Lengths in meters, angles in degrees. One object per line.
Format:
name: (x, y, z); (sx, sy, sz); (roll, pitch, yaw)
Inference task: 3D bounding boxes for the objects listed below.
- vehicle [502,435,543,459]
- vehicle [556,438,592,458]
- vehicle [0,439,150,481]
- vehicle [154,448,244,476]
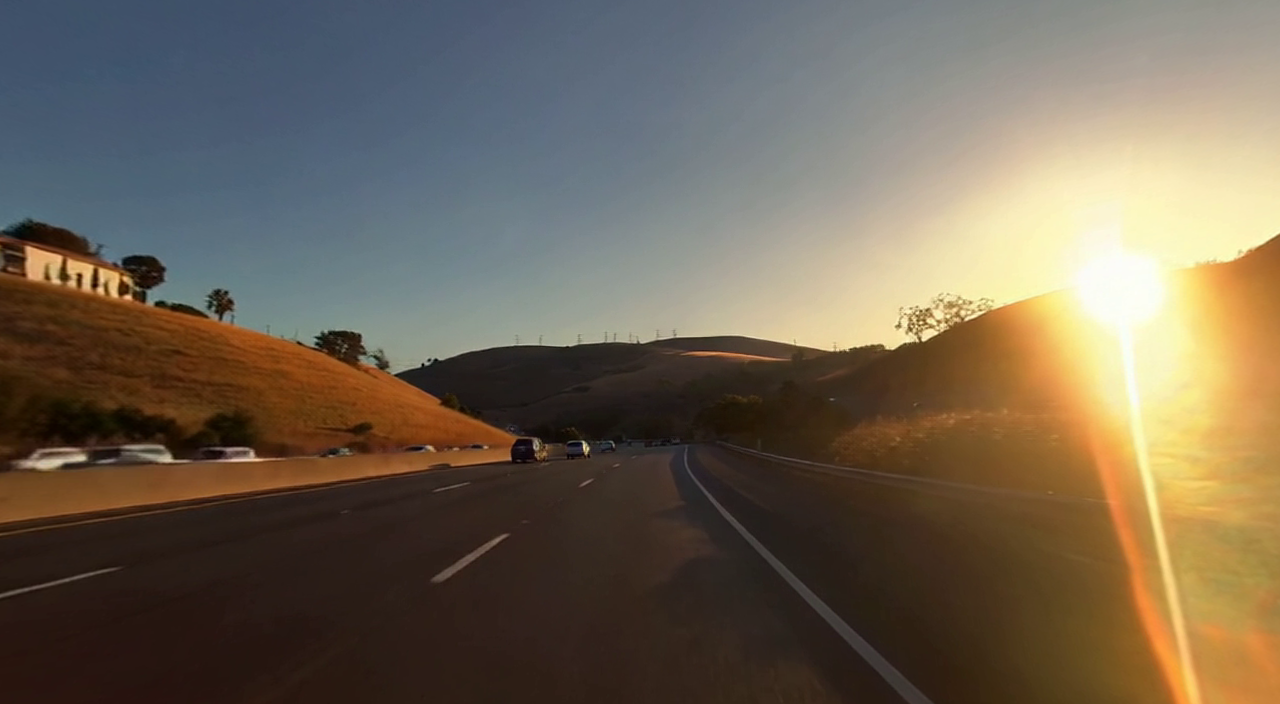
vehicle: (-8.970, 7.307, 48.275); (2.063, 1.743, 4.392); (-1, -9, 4)
vehicle: (-5.179, 7.613, 49.816); (2.010, 1.489, 4.456); (-1, -9, 5)
vehicle: (-28.070, 5.347, 31.504); (2.245, 1.893, 5.358); (-1, -9, 5)
vehicle: (-23.973, 5.950, 34.286); (1.870, 1.430, 3.896); (-1, -8, 5)
